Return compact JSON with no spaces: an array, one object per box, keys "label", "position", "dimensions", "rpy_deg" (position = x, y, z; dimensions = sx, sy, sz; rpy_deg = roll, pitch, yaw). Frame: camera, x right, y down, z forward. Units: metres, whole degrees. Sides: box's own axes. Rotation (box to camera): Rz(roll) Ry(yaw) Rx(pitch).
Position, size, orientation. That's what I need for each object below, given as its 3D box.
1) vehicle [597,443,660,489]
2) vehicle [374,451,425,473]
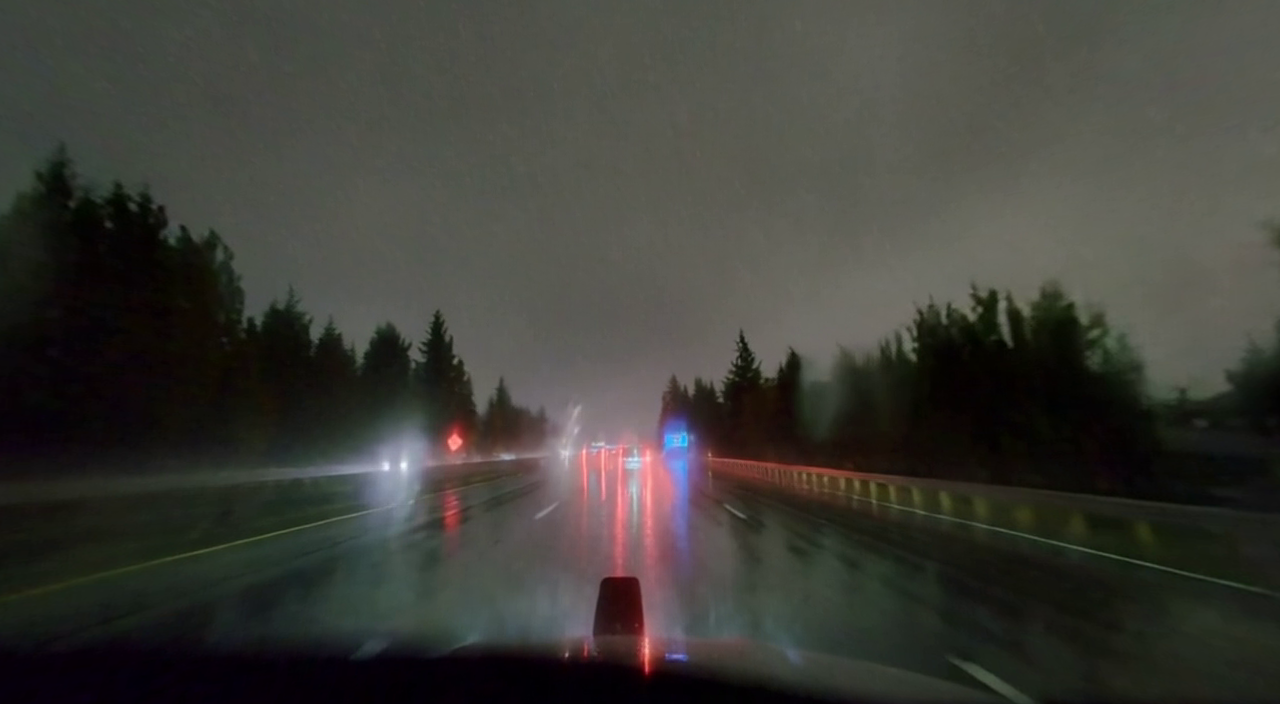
[{"label":"vehicle","position":[-0.408,4.097,22.796],"dimensions":[2.066,1.490,3.759],"rpy_deg":[0,-9,-1]},{"label":"vehicle","position":[-17.293,7.929,45.312],"dimensions":[1.893,1.464,4.526],"rpy_deg":[-1,-9,0]}]
